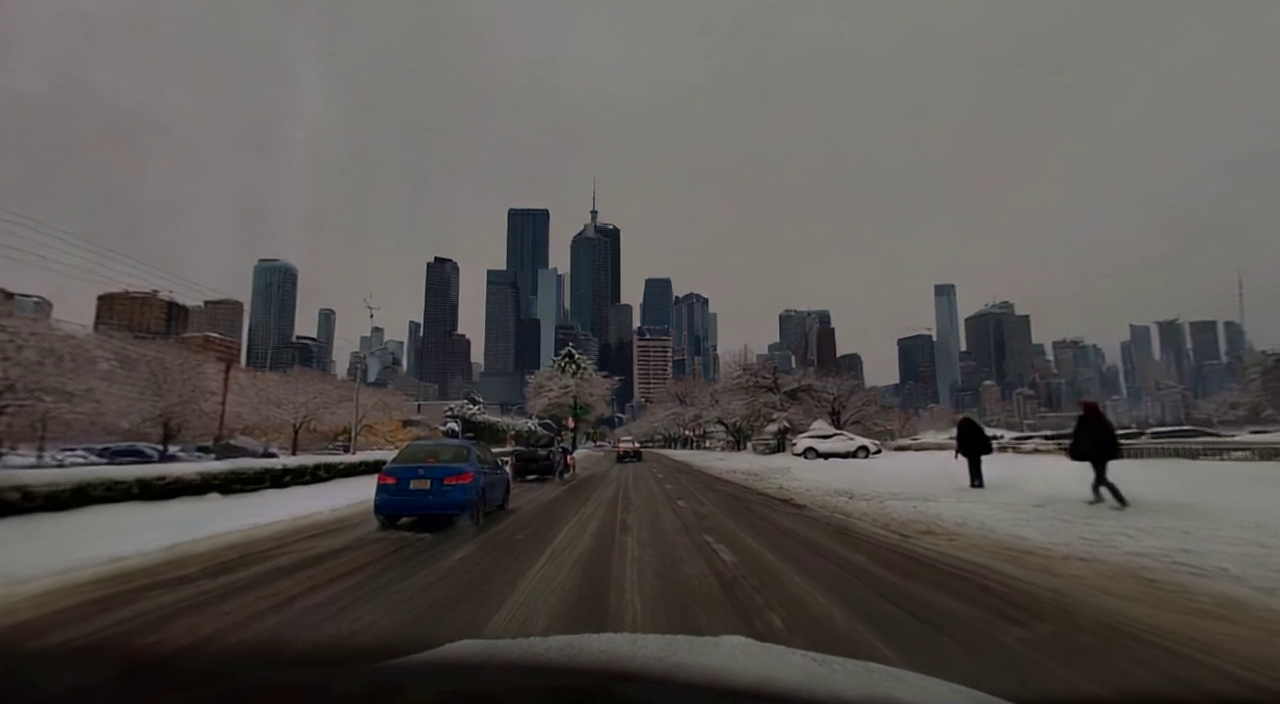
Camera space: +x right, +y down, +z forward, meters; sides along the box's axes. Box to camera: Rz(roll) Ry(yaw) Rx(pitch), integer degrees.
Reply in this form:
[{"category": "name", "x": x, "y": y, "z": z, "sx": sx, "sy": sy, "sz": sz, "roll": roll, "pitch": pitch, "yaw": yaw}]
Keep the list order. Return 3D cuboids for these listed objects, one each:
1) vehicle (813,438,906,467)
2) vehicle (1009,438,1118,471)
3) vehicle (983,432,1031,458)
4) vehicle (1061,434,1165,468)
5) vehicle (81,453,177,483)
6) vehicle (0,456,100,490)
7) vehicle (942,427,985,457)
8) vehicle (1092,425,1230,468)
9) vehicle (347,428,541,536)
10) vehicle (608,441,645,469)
[{"category": "vehicle", "x": 12.865, "y": 5.932, "z": 37.203, "sx": 4.749, "sy": 1.522, "sz": 1.905, "roll": -1, "pitch": -9, "yaw": -3}, {"category": "vehicle", "x": 20.386, "y": 4.925, "z": 30.701, "sx": 1.976, "sy": 1.431, "sz": 4.774, "roll": -1, "pitch": -8, "yaw": -1}, {"category": "vehicle", "x": 26.165, "y": 6.644, "z": 45.161, "sx": 1.982, "sy": 1.694, "sz": 4.676, "roll": -3, "pitch": -9, "yaw": 19}, {"category": "vehicle", "x": 22.767, "y": 4.772, "z": 30.641, "sx": 1.938, "sy": 1.522, "sz": 4.121, "roll": -1, "pitch": -8, "yaw": 3}, {"category": "vehicle", "x": -31.019, "y": 7.040, "z": 38.535, "sx": 1.888, "sy": 1.625, "sz": 4.699, "roll": 0, "pitch": -8, "yaw": 0}, {"category": "vehicle", "x": -30.881, "y": 6.192, "z": 32.612, "sx": 1.859, "sy": 1.524, "sz": 4.812, "roll": 0, "pitch": -8, "yaw": -2}, {"category": "vehicle", "x": 23.358, "y": 6.568, "z": 45.847, "sx": 2.288, "sy": 1.984, "sz": 5.526, "roll": -4, "pitch": -9, "yaw": 23}, {"category": "vehicle", "x": 25.173, "y": 4.607, "z": 30.924, "sx": 2.147, "sy": 1.886, "sz": 5.603, "roll": -1, "pitch": -8, "yaw": 3}, {"category": "vehicle", "x": -3.178, "y": 2.214, "z": 11.372, "sx": 2.071, "sy": 1.544, "sz": 4.383, "roll": 0, "pitch": -8, "yaw": 0}, {"category": "vehicle", "x": -0.750, "y": 5.865, "z": 36.088, "sx": 2.004, "sy": 1.465, "sz": 3.713, "roll": 0, "pitch": -8, "yaw": 0}]
